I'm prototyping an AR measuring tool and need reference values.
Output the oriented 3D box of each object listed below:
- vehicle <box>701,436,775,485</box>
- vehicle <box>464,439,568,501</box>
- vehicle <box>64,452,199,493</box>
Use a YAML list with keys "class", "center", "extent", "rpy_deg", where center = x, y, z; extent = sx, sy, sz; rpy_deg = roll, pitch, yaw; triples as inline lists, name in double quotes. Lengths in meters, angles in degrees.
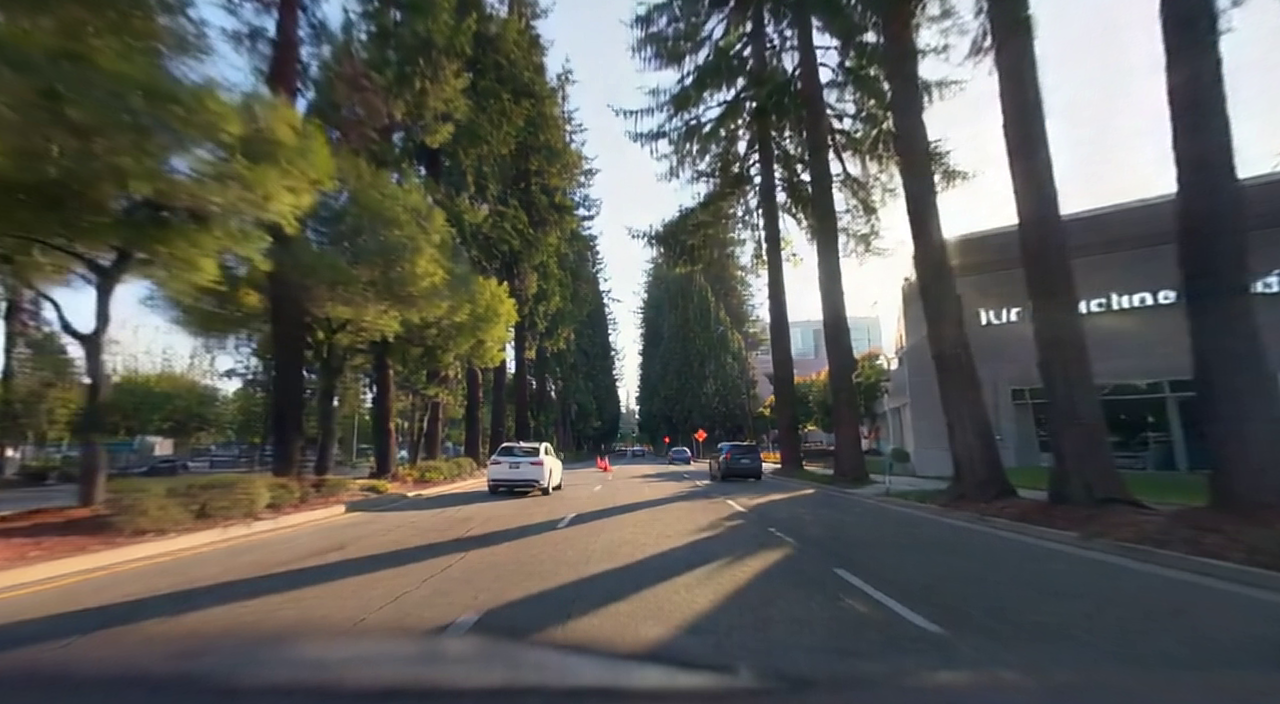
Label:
- class: "vehicle"
  center: [3.875, 4.405, 25.903]
  extent: [2.159, 1.793, 4.735]
  rpy_deg: [0, -9, -1]
- class: "vehicle"
  center: [-3.225, 3.184, 17.323]
  extent: [2.020, 1.474, 4.098]
  rpy_deg: [0, -9, 0]
- class: "vehicle"
  center: [-21.956, 5.171, 27.602]
  extent: [1.996, 1.605, 4.671]
  rpy_deg: [0, -9, 0]
